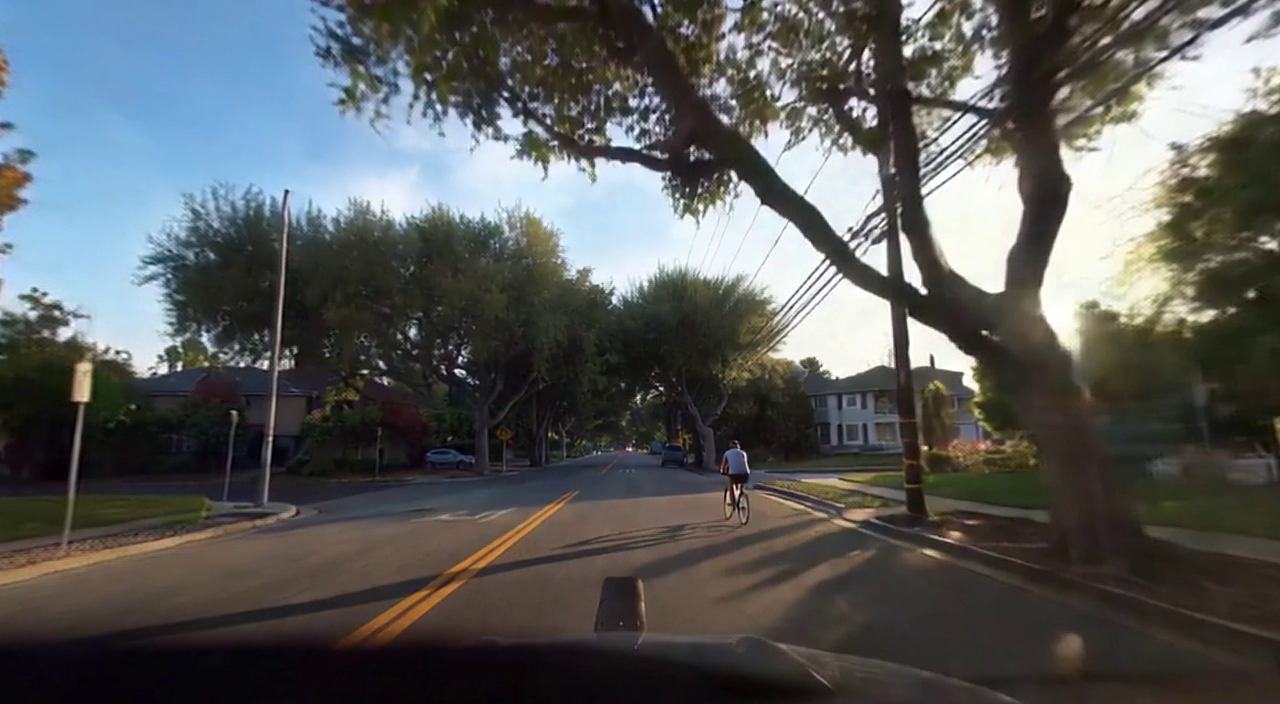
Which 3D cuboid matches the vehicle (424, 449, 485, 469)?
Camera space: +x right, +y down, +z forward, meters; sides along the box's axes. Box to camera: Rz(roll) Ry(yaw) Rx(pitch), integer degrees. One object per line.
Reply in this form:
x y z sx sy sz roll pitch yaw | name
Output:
-14.334 8.279 48.933 4.143 1.480 1.755 0 -9 -2 | vehicle
